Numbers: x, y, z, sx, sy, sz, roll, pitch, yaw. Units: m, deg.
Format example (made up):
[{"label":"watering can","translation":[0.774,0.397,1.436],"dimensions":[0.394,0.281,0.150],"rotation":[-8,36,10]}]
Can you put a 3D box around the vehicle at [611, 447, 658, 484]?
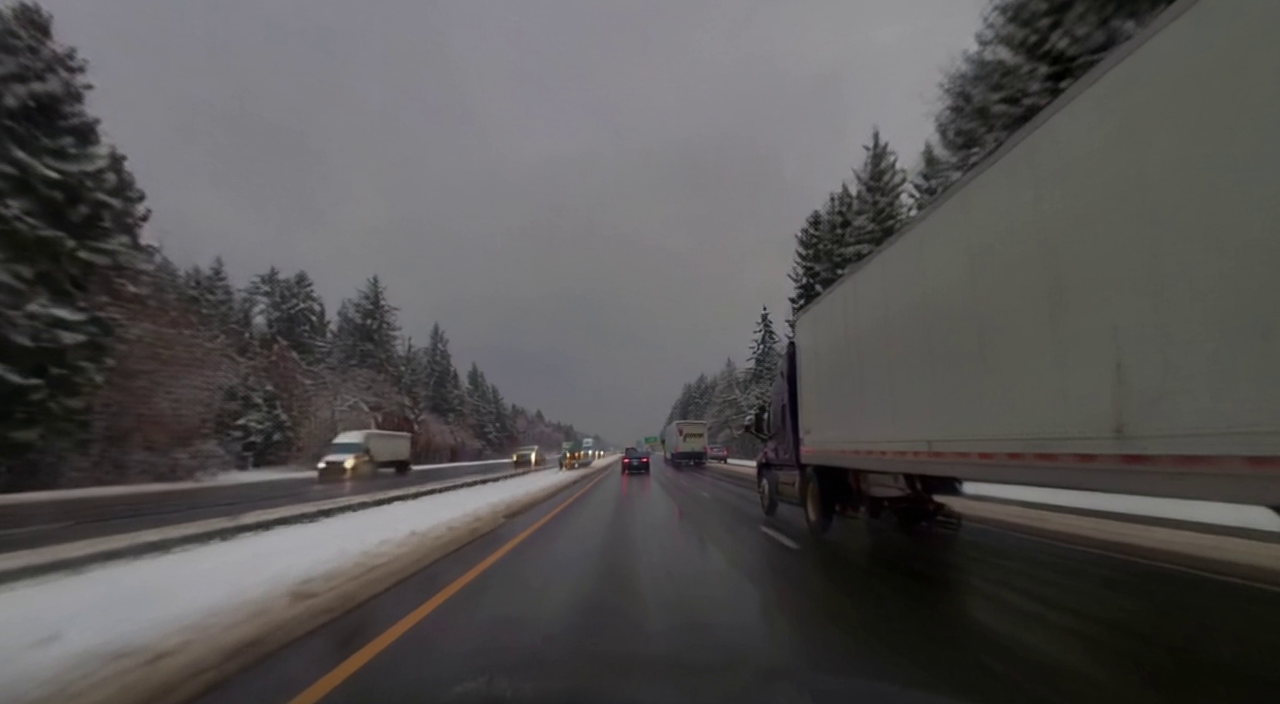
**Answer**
[{"label":"vehicle","translation":[-0.223,4.883,27.412],"dimensions":[1.939,1.495,3.612],"rotation":[0,-9,0]}]

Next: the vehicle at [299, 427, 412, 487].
[{"label":"vehicle","translation":[-13.239,4.966,30.012],"dimensions":[2.255,2.511,6.577],"rotation":[0,-9,0]}]

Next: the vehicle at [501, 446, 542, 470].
[{"label":"vehicle","translation":[-8.281,7.454,44.422],"dimensions":[2.034,1.621,4.525],"rotation":[0,-9,0]}]

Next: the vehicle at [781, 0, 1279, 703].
[{"label":"vehicle","translation":[4.619,0.313,6.647],"dimensions":[2.842,4.060,13.939],"rotation":[0,-9,-1]}]
